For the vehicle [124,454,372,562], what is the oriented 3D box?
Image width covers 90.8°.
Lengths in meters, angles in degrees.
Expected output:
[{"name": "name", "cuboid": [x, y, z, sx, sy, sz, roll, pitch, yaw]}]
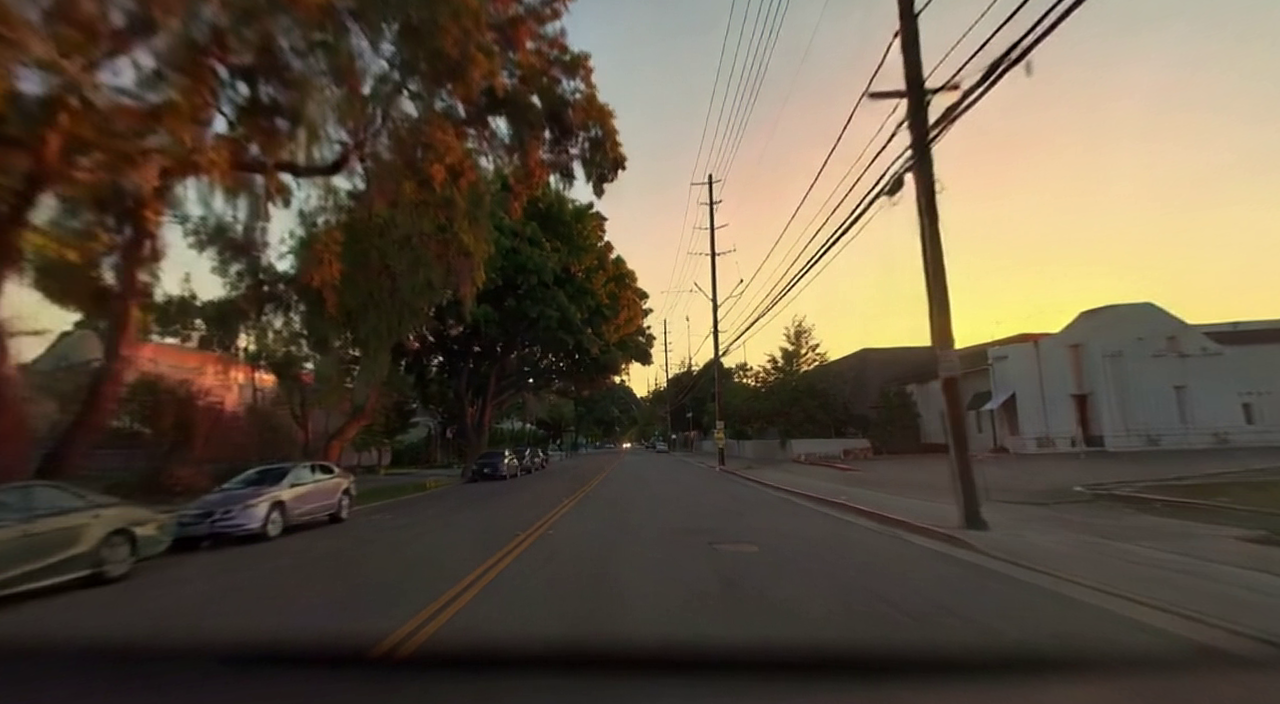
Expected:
[{"name": "vehicle", "cuboid": [-6.629, 2.621, 11.405, 1.815, 1.384, 4.357, -3, -8, -1]}]

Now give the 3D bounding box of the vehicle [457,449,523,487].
[{"name": "vehicle", "cuboid": [-6.706, 5.189, 28.640, 1.887, 1.460, 4.444, -4, -8, 0]}]

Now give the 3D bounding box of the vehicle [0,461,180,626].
[{"name": "vehicle", "cuboid": [-6.669, 1.821, 5.703, 1.815, 1.402, 4.559, -4, -8, -3]}]
